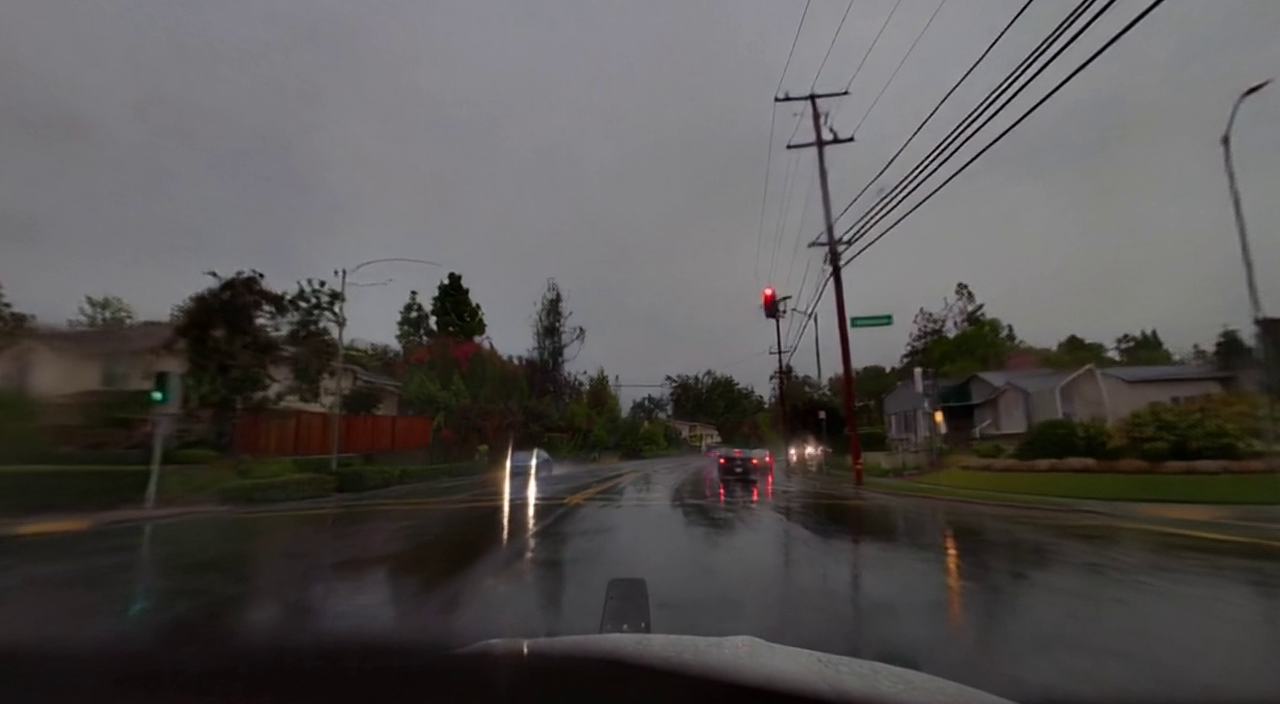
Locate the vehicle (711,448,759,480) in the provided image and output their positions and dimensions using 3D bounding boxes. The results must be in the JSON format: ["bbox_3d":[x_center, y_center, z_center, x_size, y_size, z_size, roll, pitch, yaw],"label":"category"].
[{"bbox_3d":[4.805,5.709,32.433,1.951,1.479,4.487,-1,-8,3],"label":"vehicle"}]

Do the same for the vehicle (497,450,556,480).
[{"bbox_3d":[-5.987,6.020,33.848,1.985,1.463,4.294,-1,-8,6],"label":"vehicle"}]
